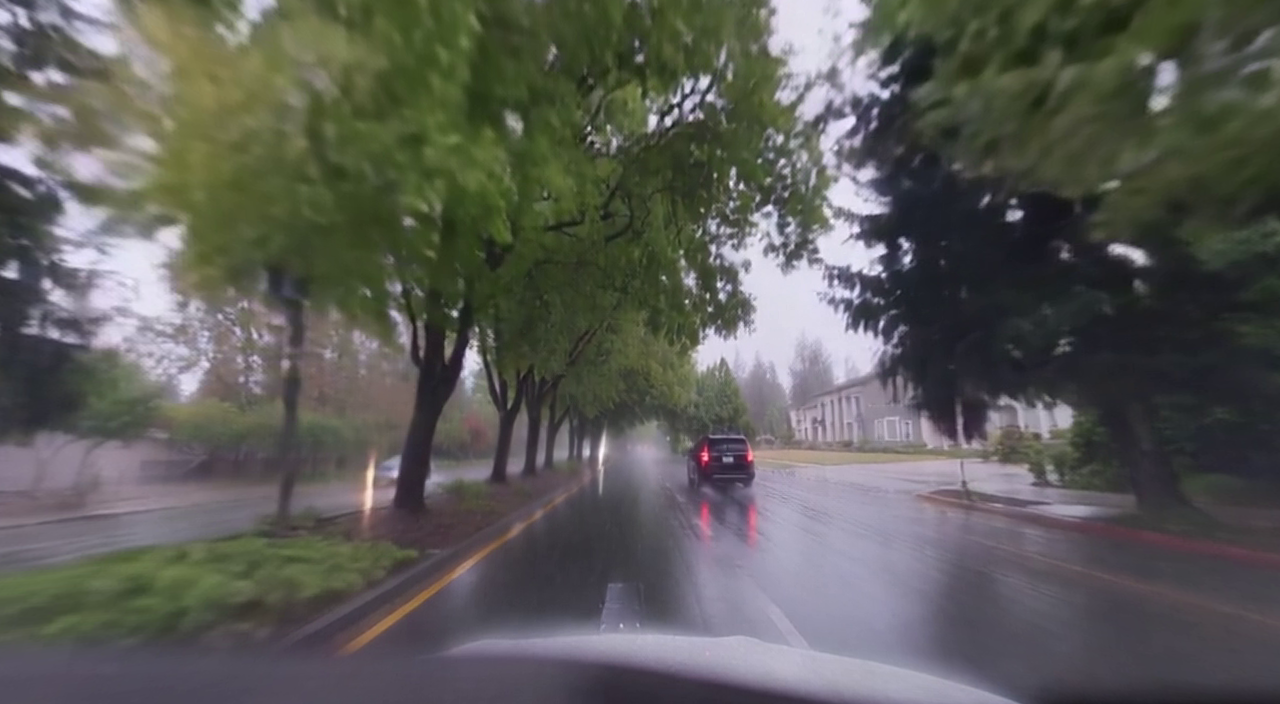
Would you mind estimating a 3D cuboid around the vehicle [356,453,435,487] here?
[{"bbox_3d":[-11.771,5.690,30.813,1.968,1.476,4.631,0,-9,1],"label":"vehicle"}]

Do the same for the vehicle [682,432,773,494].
[{"bbox_3d":[2.621,3.462,20.020,2.164,1.725,4.285,0,-9,-1],"label":"vehicle"}]
